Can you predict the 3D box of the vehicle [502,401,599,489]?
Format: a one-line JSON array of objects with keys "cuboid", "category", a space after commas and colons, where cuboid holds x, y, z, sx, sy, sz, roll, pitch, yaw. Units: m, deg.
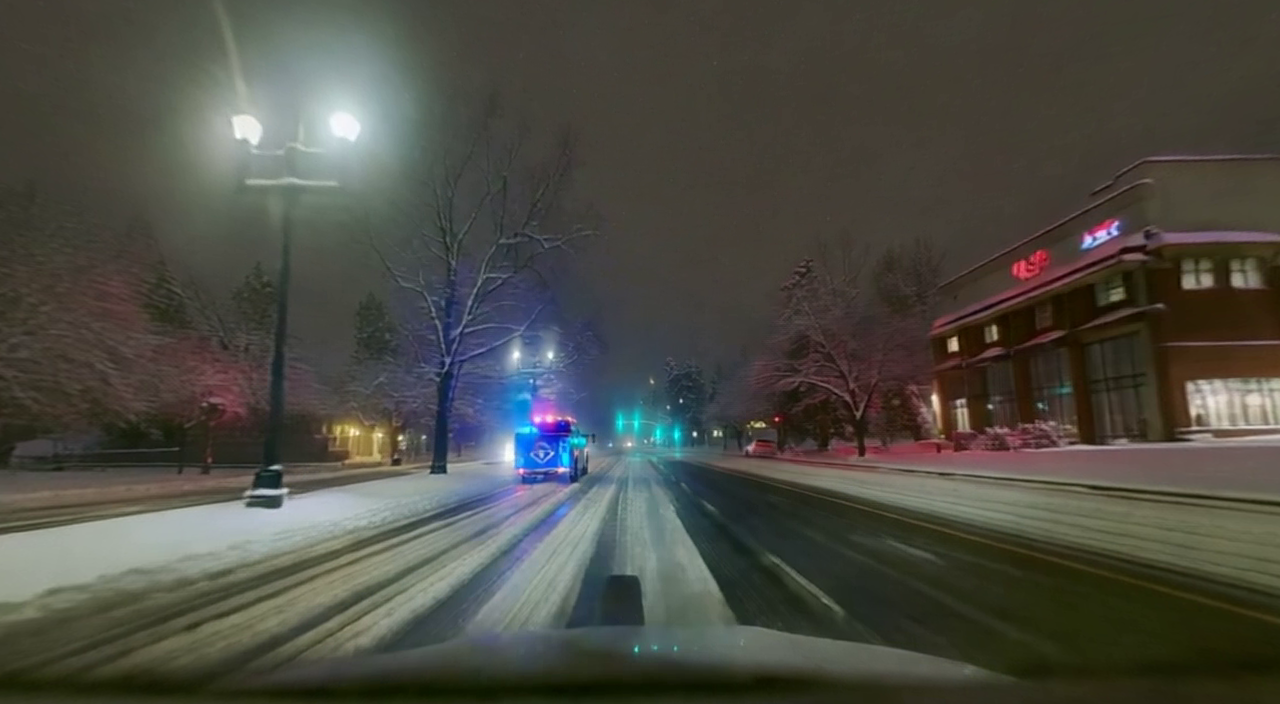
[{"cuboid": [-3.038, 3.420, 23.154, 2.633, 2.787, 5.796, 0, -9, 1], "category": "vehicle"}]
